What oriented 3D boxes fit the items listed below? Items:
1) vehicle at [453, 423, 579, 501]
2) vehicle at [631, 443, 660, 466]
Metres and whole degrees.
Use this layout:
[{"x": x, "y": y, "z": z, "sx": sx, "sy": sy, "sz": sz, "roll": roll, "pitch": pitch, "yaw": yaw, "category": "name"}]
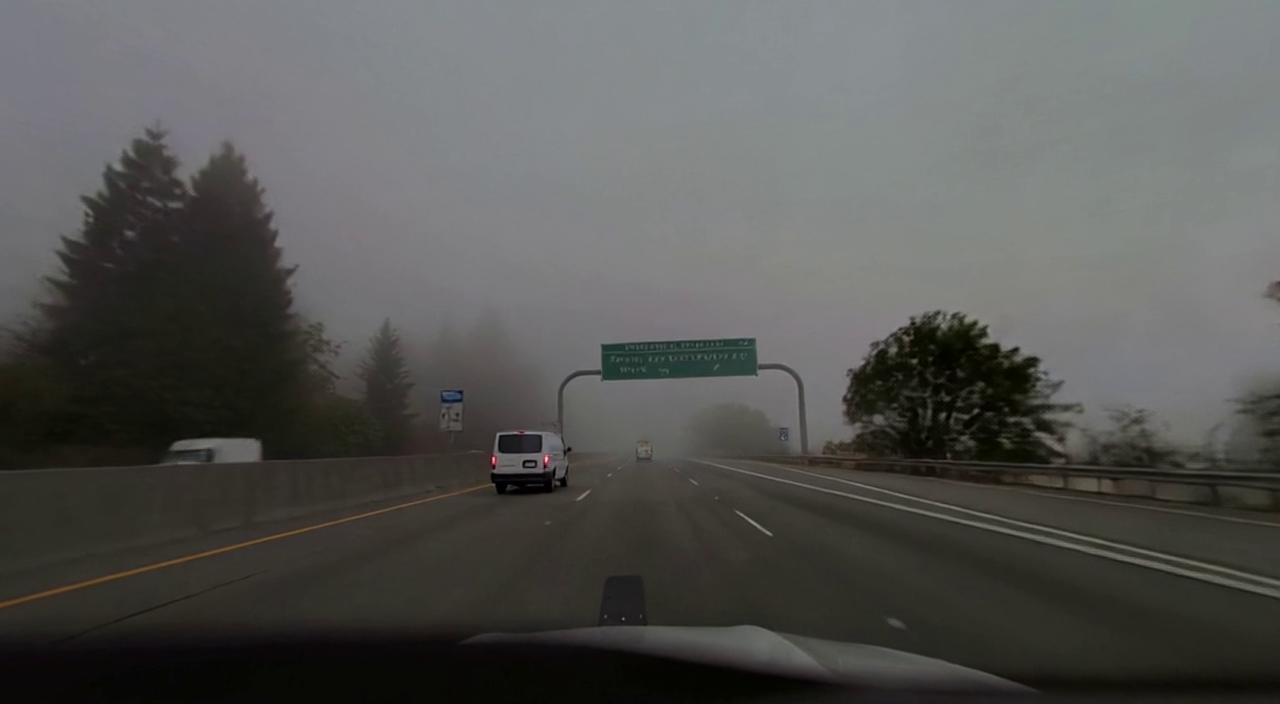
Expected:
[{"x": -3.377, "y": 3.196, "z": 18.686, "sx": 2.572, "sy": 1.927, "sz": 5.803, "roll": 0, "pitch": -9, "yaw": 0, "category": "vehicle"}, {"x": 0.380, "y": 7.775, "z": 47.944, "sx": 2.067, "sy": 1.690, "sz": 3.901, "roll": 0, "pitch": -9, "yaw": 0, "category": "vehicle"}]
